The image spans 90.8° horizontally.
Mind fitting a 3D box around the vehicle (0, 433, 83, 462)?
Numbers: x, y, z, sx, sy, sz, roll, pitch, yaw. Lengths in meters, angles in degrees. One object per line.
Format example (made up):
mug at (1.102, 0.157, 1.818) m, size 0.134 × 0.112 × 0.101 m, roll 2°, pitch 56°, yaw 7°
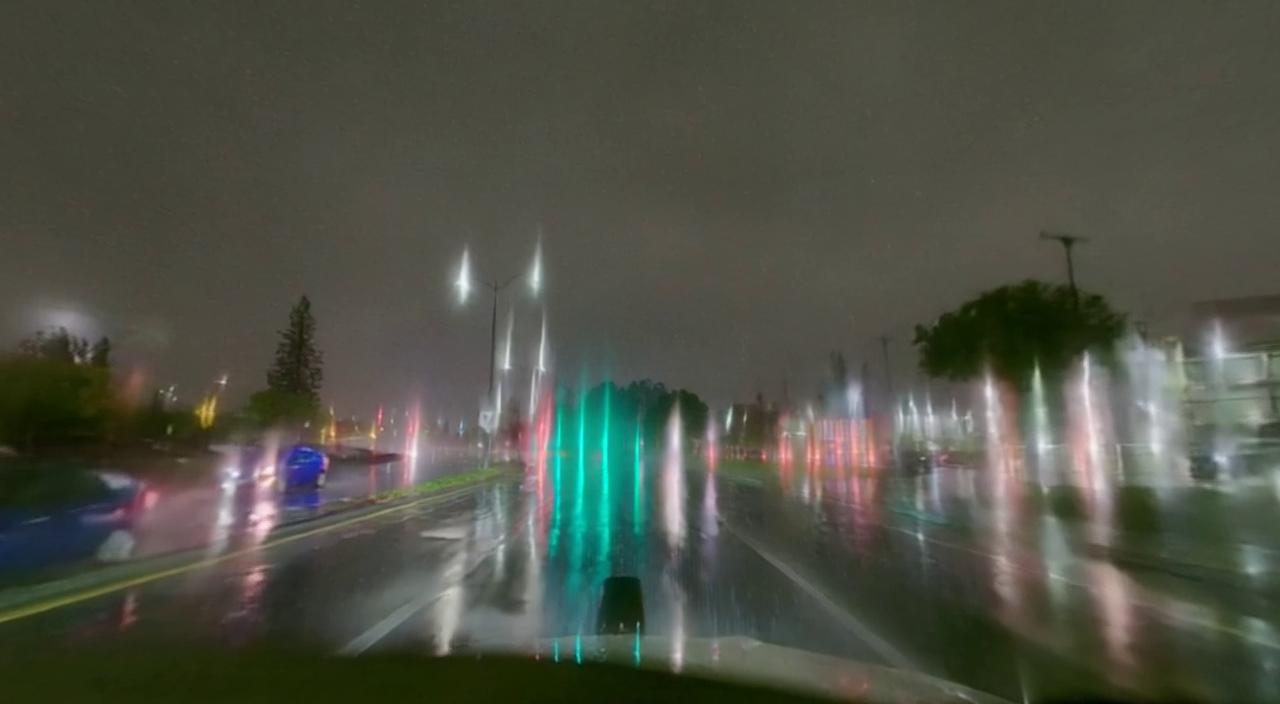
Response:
vehicle at (-41.277, 6.454, 42.603) m, size 4.875 × 1.819 × 2.218 m, roll 4°, pitch -11°, yaw -19°
